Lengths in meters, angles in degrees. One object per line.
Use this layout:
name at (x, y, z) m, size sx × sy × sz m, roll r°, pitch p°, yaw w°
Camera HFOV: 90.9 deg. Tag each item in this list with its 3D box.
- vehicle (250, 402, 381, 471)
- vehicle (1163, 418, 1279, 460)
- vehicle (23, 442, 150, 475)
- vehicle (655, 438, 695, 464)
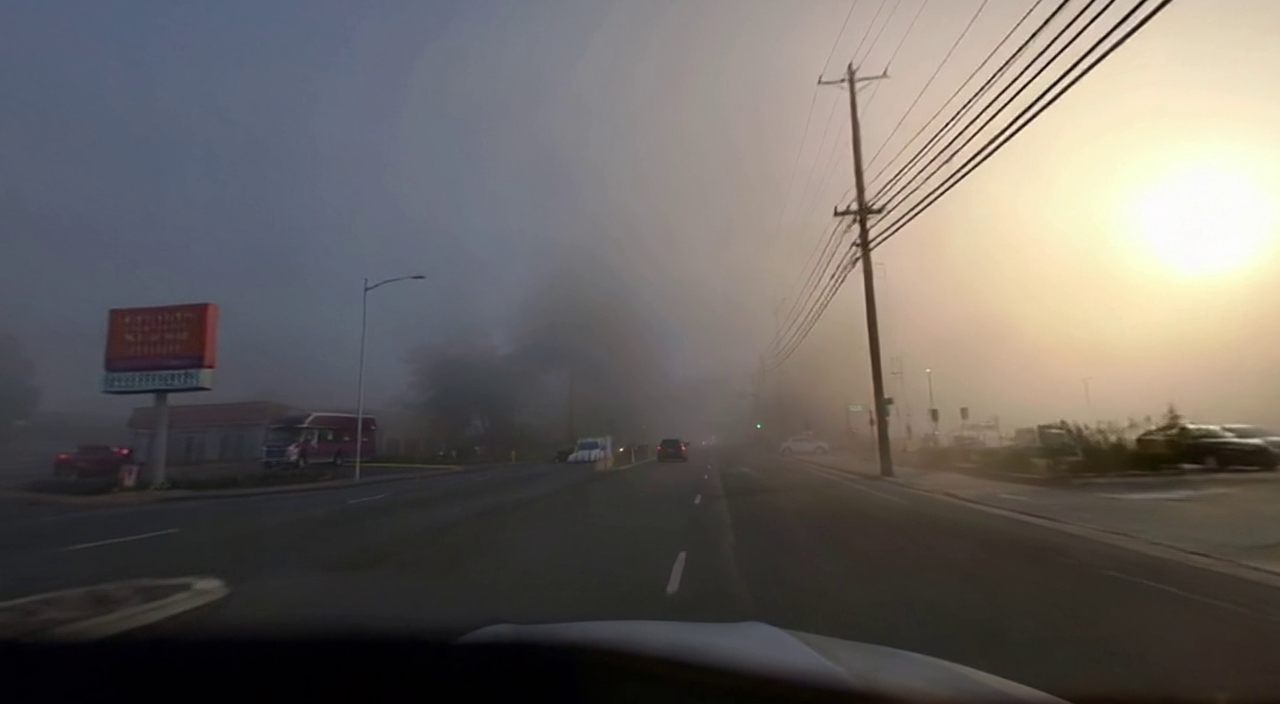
vehicle at (-18.450, 4.933, 36.608) m, size 2.923 × 3.546 × 7.640 m, roll -1°, pitch -8°, yaw 5°
vehicle at (23.390, 3.330, 24.109) m, size 1.908 × 1.474 × 4.885 m, roll 2°, pitch -9°, yaw -17°
vehicle at (-34.469, 6.633, 39.595) m, size 2.111 × 1.883 × 5.784 m, roll -2°, pitch -8°, yaw 10°
vehicle at (2.188, 6.020, 38.520) m, size 2.073 × 1.525 × 3.968 m, roll -1°, pitch -8°, yaw 7°
